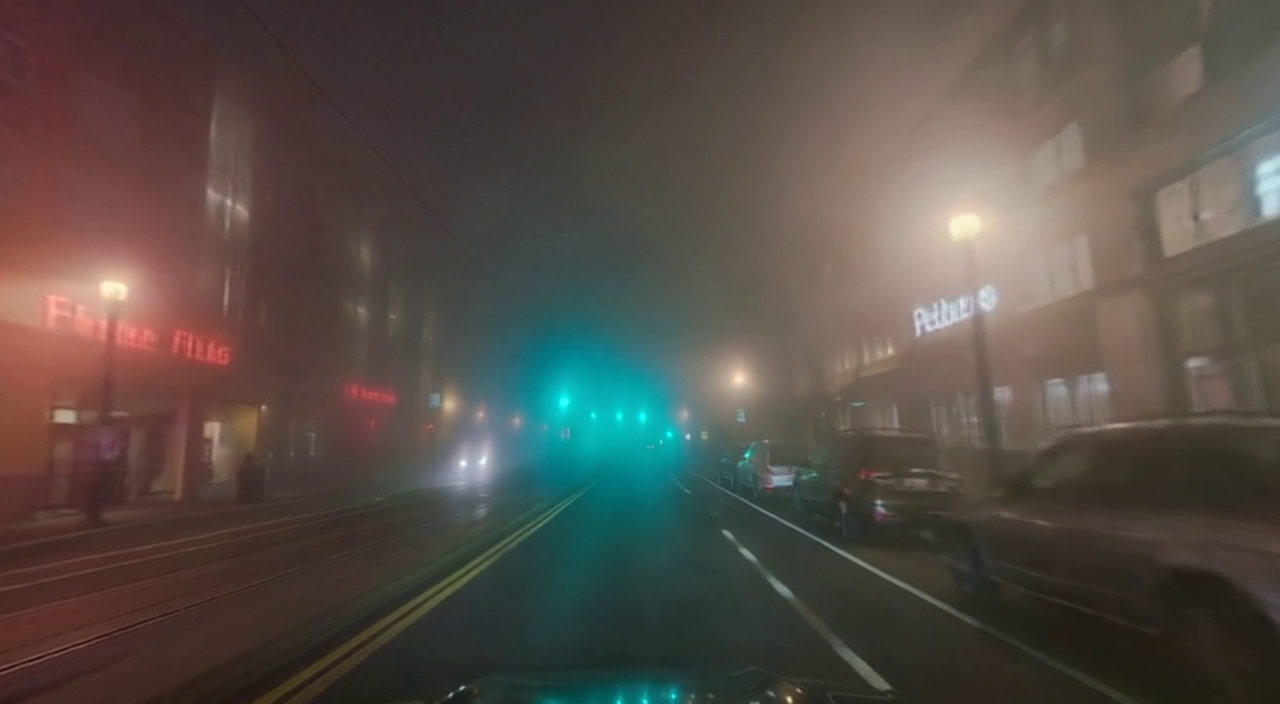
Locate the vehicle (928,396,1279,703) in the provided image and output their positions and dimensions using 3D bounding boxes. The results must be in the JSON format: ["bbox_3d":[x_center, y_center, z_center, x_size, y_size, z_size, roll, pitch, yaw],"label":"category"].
[{"bbox_3d":[3.687,1.172,4.195,1.778,1.534,3.484,0,-8,-2],"label":"vehicle"}]

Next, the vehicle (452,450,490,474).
[{"bbox_3d":[-11.005,7.145,41.217,1.877,1.430,3.712,1,-8,-7],"label":"vehicle"}]

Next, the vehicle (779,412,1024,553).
[{"bbox_3d":[3.652,1.902,9.843,1.941,1.671,4.264,-1,-9,0],"label":"vehicle"}]
